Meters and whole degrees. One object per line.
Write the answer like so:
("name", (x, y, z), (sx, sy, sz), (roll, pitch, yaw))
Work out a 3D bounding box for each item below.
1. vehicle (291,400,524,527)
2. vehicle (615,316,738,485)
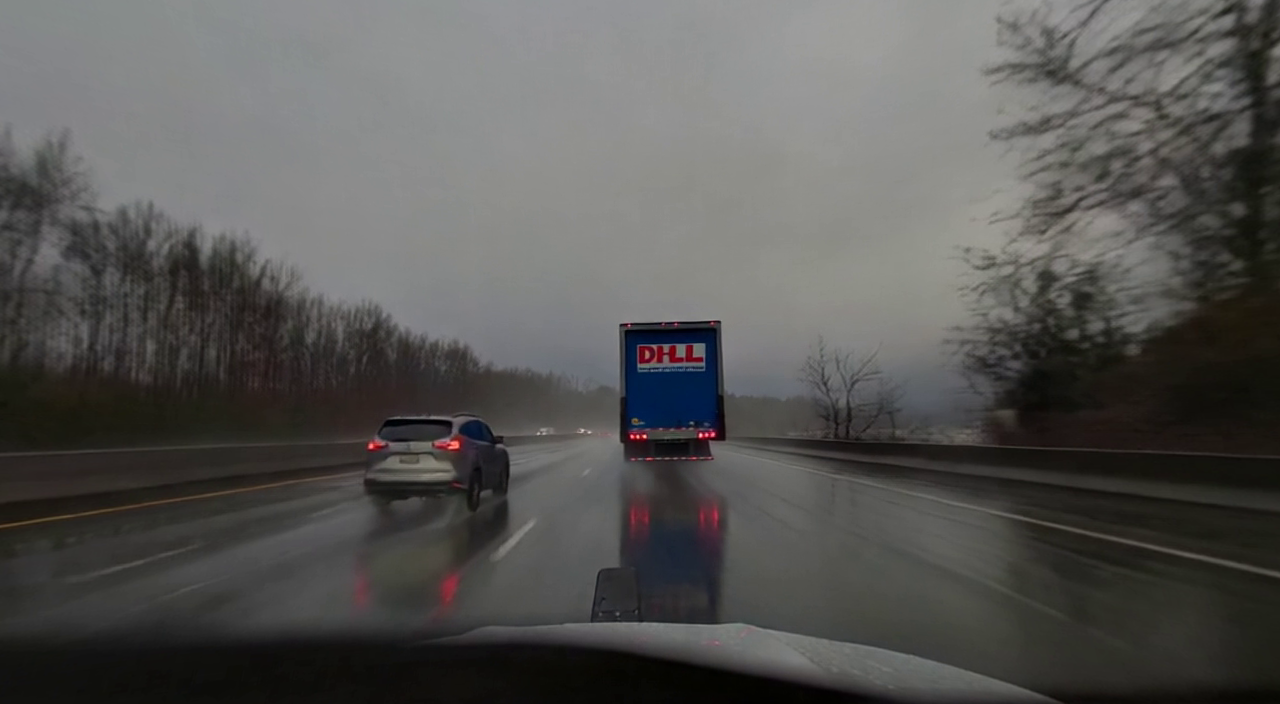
("vehicle", (-3.795, 1.937, 11.609), (2.394, 1.787, 5.186), (0, -8, -1))
("vehicle", (0.714, 1.785, 20.187), (3.011, 4.211, 8.926), (0, -8, -3))
